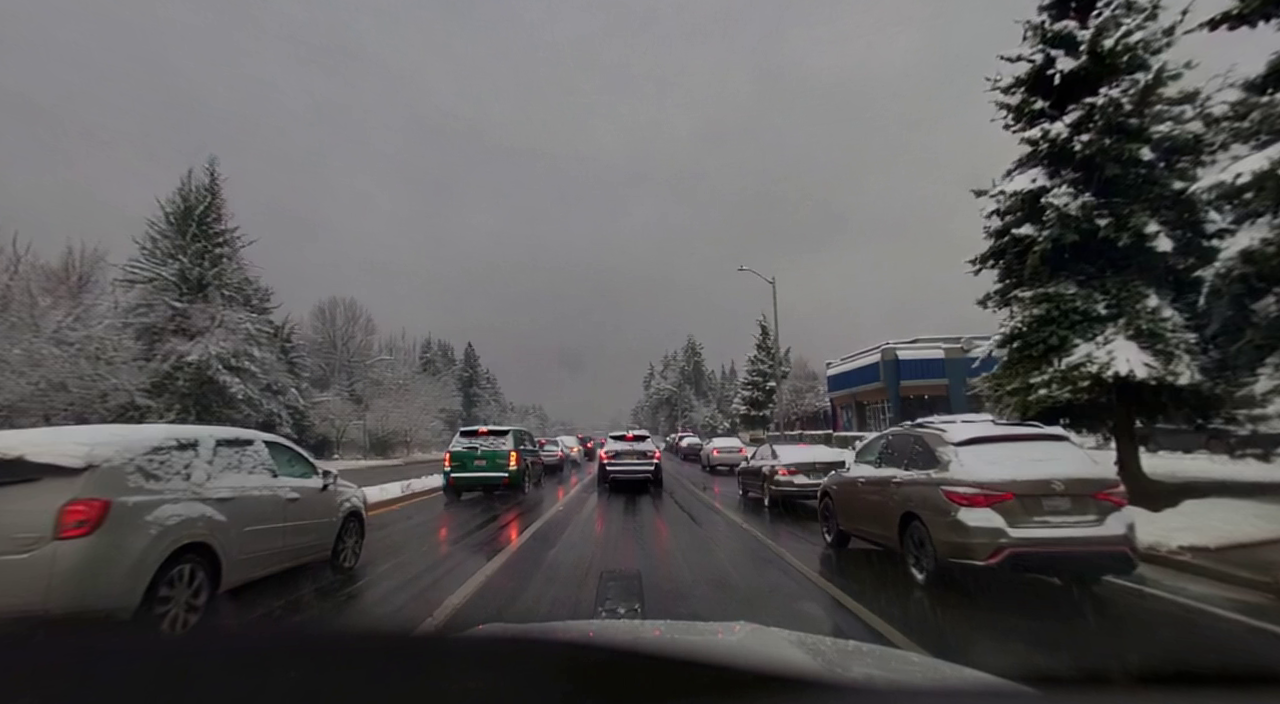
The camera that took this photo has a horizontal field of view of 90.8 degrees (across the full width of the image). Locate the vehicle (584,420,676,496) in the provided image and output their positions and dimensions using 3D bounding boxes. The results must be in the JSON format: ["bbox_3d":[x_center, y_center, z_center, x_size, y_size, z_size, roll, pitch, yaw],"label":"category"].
[{"bbox_3d":[-0.291,2.897,17.525,2.238,1.825,4.190,0,-8,-1],"label":"vehicle"}]

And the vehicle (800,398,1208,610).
[{"bbox_3d":[3.455,1.528,7.240,2.047,1.671,4.267,0,-9,-1],"label":"vehicle"}]

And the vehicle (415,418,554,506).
[{"bbox_3d":[-3.604,2.662,15.656,2.231,1.853,4.461,0,-9,1],"label":"vehicle"}]

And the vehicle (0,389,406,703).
[{"bbox_3d":[-3.694,1.249,4.903,2.051,1.522,4.509,0,-8,-1],"label":"vehicle"}]

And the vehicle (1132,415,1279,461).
[{"bbox_3d":[22.078,3.350,24.482,2.139,1.540,4.770,-1,-8,0],"label":"vehicle"}]

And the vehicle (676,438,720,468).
[{"bbox_3d":[3.052,5.402,33.986,1.903,1.529,3.649,0,-9,-2],"label":"vehicle"}]
